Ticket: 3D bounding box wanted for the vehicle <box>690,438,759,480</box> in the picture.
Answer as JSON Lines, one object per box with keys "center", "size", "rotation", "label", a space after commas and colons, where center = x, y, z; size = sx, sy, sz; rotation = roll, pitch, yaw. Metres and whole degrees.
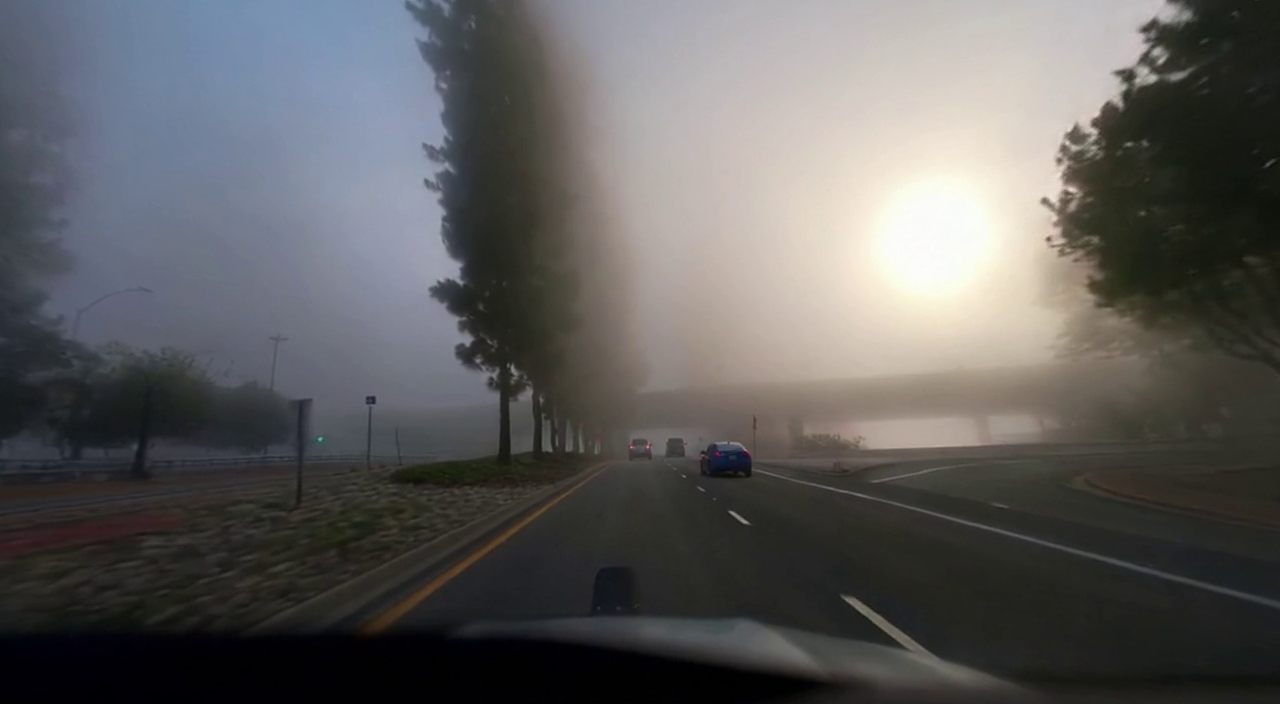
{"center": [3.273, 4.245, 25.395], "size": [2.062, 1.484, 4.332], "rotation": [0, -8, -1], "label": "vehicle"}
